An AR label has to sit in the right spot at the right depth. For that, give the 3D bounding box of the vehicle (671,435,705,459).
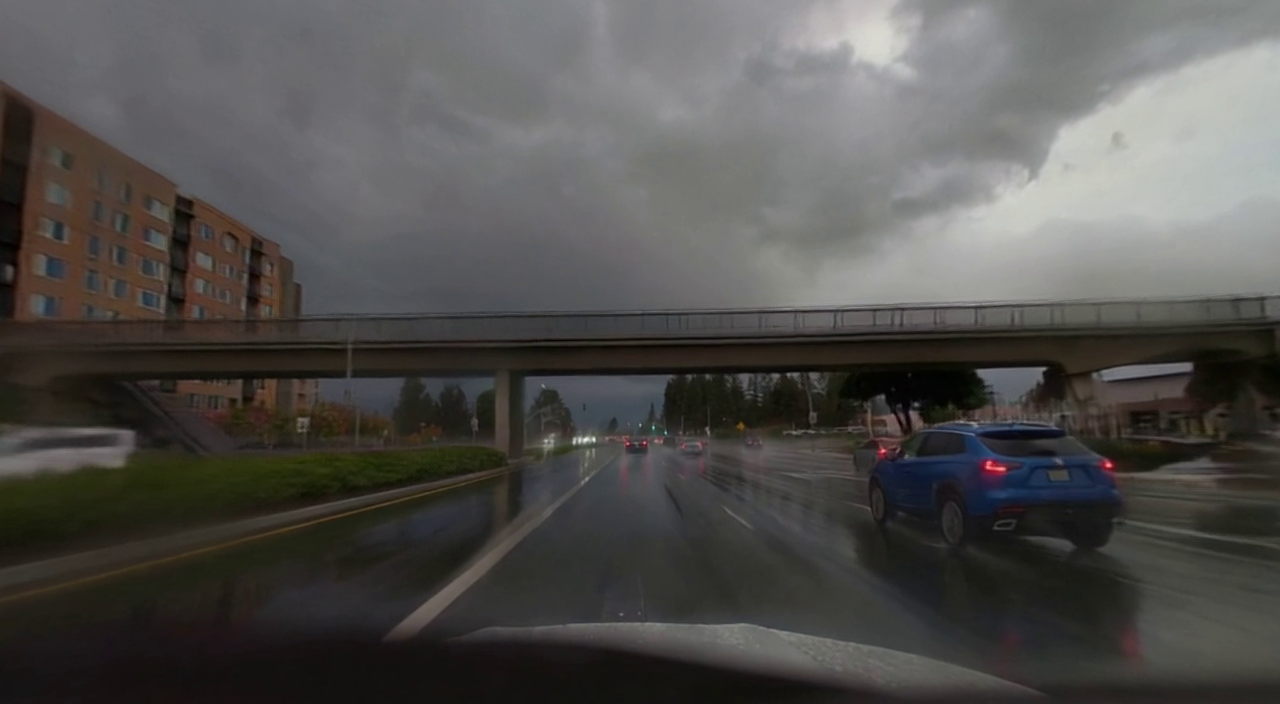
[{"bbox_3d":[3.472,6.999,46.576,2.165,1.708,3.928,0,-8,0],"label":"vehicle"}]

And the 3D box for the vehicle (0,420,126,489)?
[{"bbox_3d":[-16.733,2.682,16.680,2.077,1.676,4.921,0,-8,2],"label":"vehicle"}]

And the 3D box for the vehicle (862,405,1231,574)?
[{"bbox_3d":[5.057,1.773,8.966,2.130,1.741,4.665,0,-8,1],"label":"vehicle"}]
